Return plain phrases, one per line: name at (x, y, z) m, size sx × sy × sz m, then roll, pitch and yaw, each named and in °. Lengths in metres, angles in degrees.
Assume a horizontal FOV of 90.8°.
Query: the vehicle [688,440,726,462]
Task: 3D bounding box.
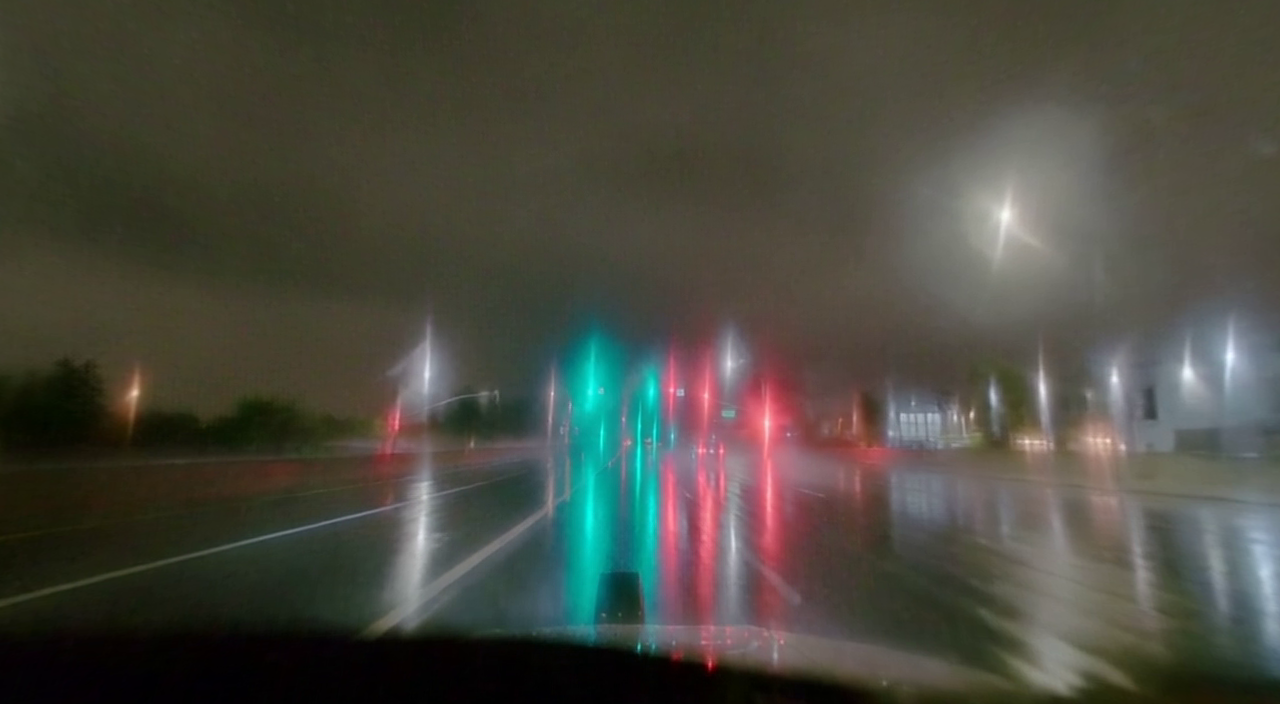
vehicle at (4.833, 7.217, 46.150) m, size 2.187 × 1.475 × 4.529 m, roll 0°, pitch -9°, yaw 0°
